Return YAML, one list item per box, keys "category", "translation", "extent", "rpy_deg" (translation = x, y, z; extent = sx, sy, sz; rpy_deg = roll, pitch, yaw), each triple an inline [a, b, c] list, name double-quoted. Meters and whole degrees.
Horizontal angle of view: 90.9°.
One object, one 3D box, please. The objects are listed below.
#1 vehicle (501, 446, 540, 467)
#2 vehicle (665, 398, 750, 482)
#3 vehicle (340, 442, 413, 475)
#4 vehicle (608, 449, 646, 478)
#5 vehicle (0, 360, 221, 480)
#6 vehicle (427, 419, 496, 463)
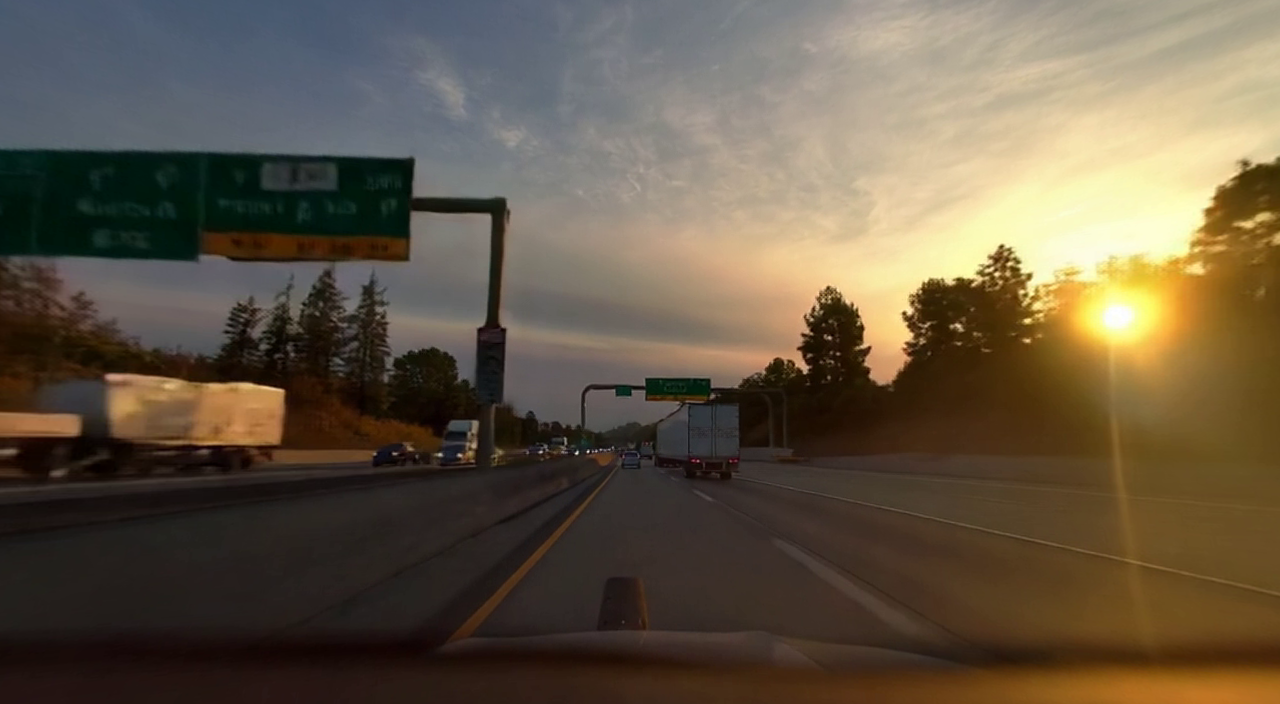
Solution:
- category: "vehicle"
  translation: [-8.931, 7.854, 47.582]
  extent: [2.013, 1.451, 4.635]
  rpy_deg: [-1, -9, 0]
- category: "vehicle"
  translation: [3.497, 5.263, 36.801]
  extent: [2.931, 4.009, 12.800]
  rpy_deg: [0, -9, -3]
- category: "vehicle"
  translation: [-12.286, 4.998, 29.704]
  extent: [1.845, 1.441, 3.969]
  rpy_deg: [0, -9, -2]
- category: "vehicle"
  translation: [-0.796, 6.635, 37.584]
  extent: [2.111, 1.599, 3.859]
  rpy_deg: [0, -9, -2]
- category: "vehicle"
  translation: [-11.846, 1.625, 14.001]
  extent: [2.161, 2.281, 4.072]
  rpy_deg: [0, -10, 0]
- category: "vehicle"
  translation: [-7.954, 4.066, 28.594]
  extent: [2.073, 1.806, 4.773]
  rpy_deg: [0, -9, -4]
